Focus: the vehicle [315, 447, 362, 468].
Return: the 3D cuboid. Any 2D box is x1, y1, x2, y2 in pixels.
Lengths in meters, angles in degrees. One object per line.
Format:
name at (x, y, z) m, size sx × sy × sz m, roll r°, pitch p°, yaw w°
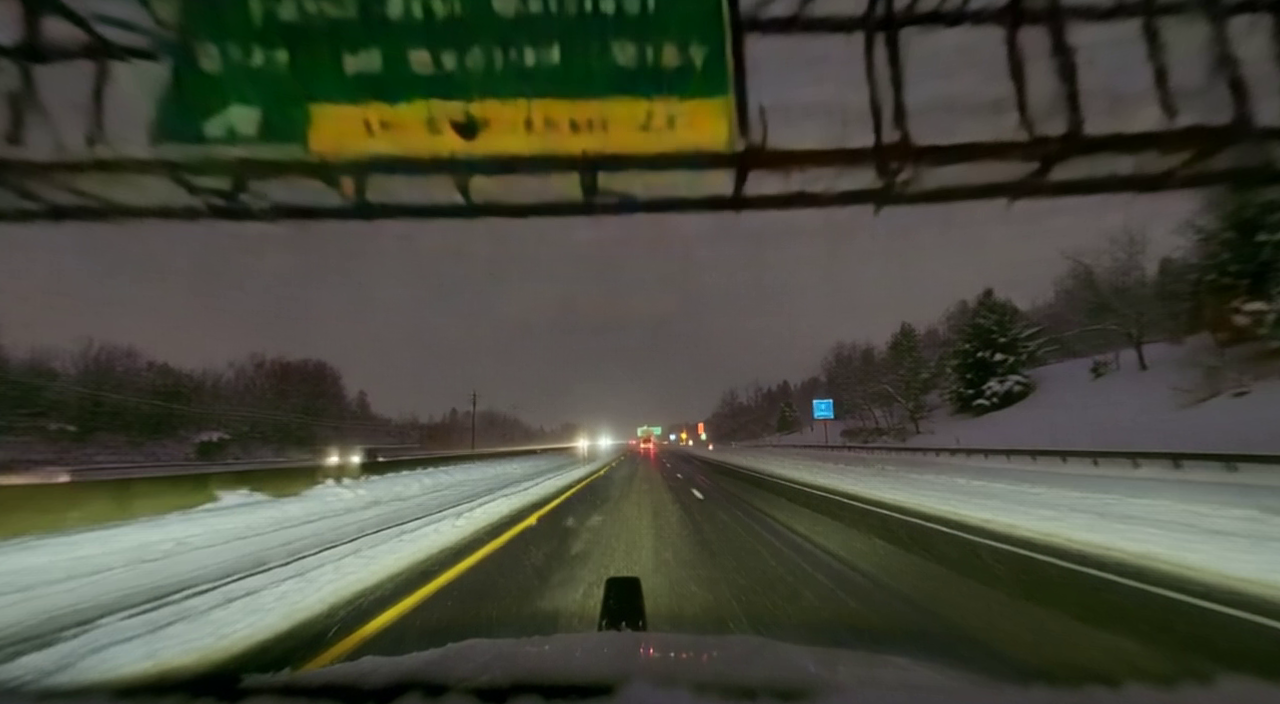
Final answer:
vehicle at (-19.908, 6.958, 41.735) m, size 1.482 × 1.344 × 3.313 m, roll 0°, pitch -8°, yaw -1°
